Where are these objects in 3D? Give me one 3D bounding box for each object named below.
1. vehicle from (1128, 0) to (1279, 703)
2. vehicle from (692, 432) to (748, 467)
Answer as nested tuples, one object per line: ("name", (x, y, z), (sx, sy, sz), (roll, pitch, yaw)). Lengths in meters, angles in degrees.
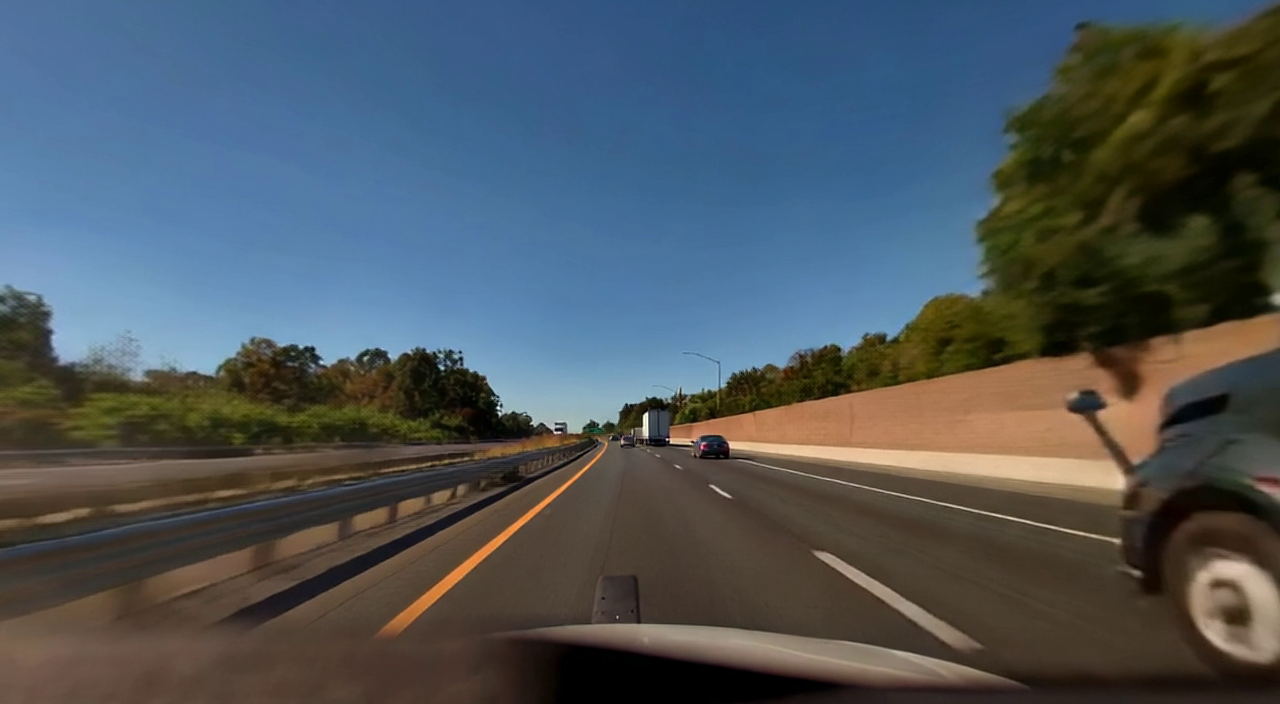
("vehicle", (4.362, -0.707, 0.250), (3.048, 4.142, 6.359), (0, -7, -1))
("vehicle", (3.545, 4.391, 28.751), (1.813, 1.454, 4.197), (0, -7, -3))
